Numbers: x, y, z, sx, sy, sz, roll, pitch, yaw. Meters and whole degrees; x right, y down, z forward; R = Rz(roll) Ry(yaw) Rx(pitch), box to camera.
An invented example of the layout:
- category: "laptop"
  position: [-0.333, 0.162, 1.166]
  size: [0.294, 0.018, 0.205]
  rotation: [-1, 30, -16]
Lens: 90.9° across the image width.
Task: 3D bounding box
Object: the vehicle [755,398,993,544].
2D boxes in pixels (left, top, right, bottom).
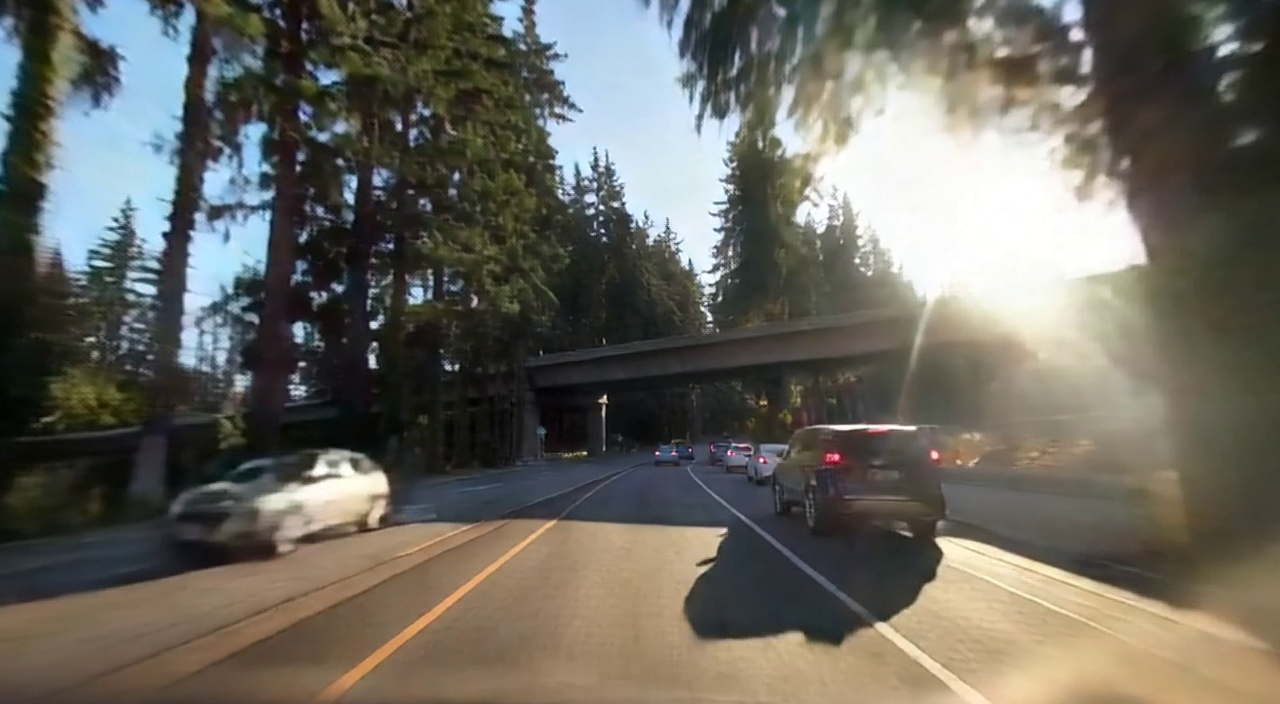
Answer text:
- category: "vehicle"
  position: [3.607, 1.972, 11.021]
  size: [2.273, 1.944, 4.866]
  rotation: [0, -9, 0]

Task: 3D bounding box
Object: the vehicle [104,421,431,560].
- category: "vehicle"
  position: [-4.905, 1.864, 9.207]
  size: [2.009, 1.527, 4.119]
  rotation: [0, -9, 5]

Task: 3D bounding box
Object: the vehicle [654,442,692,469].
- category: "vehicle"
  position: [2.053, 6.290, 38.354]
  size: [2.078, 1.506, 4.058]
  rotation: [-1, -9, 6]
